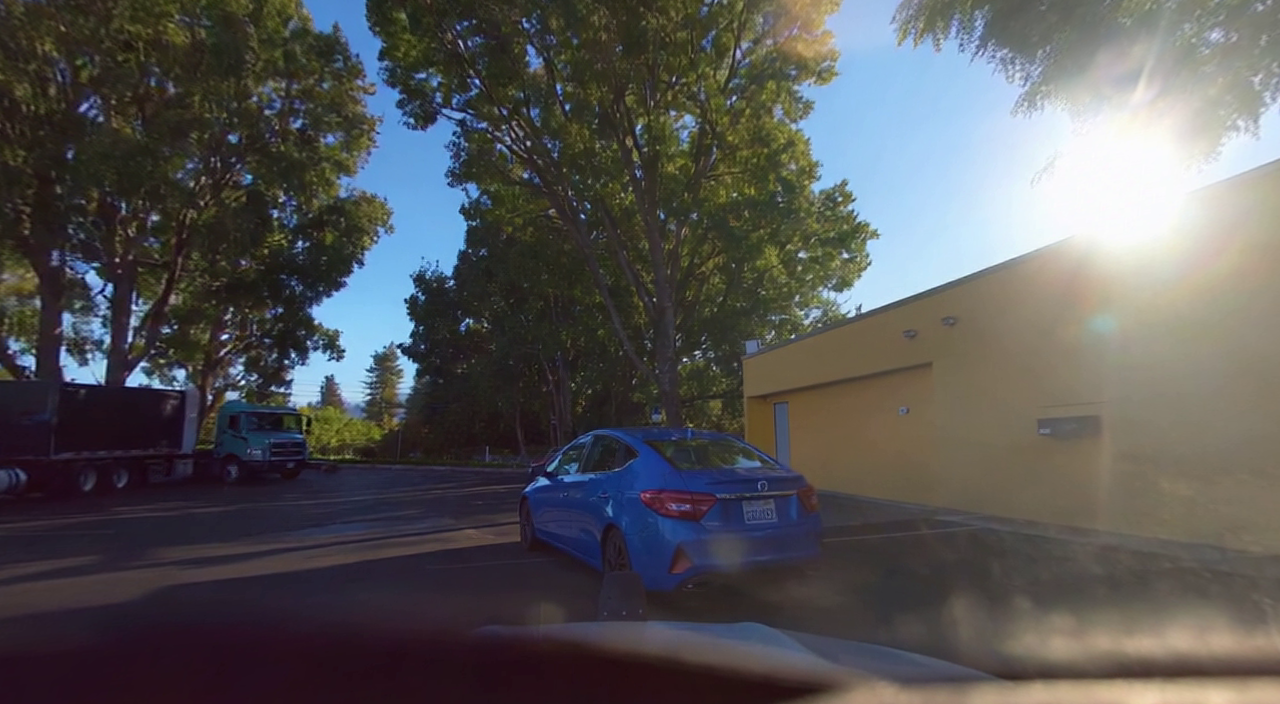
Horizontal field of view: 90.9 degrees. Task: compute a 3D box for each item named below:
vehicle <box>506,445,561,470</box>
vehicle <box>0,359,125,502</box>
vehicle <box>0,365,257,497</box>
[{"bbox_3d":[-6.732,6.700,40.109,1.809,1.506,3.473,-4,-10,24],"label":"vehicle"},{"bbox_3d":[-21.924,2.741,20.991,11.512,3.871,3.038,-5,-10,29],"label":"vehicle"},{"bbox_3d":[-19.615,3.095,23.677,11.906,4.069,2.948,-5,-10,28],"label":"vehicle"}]
